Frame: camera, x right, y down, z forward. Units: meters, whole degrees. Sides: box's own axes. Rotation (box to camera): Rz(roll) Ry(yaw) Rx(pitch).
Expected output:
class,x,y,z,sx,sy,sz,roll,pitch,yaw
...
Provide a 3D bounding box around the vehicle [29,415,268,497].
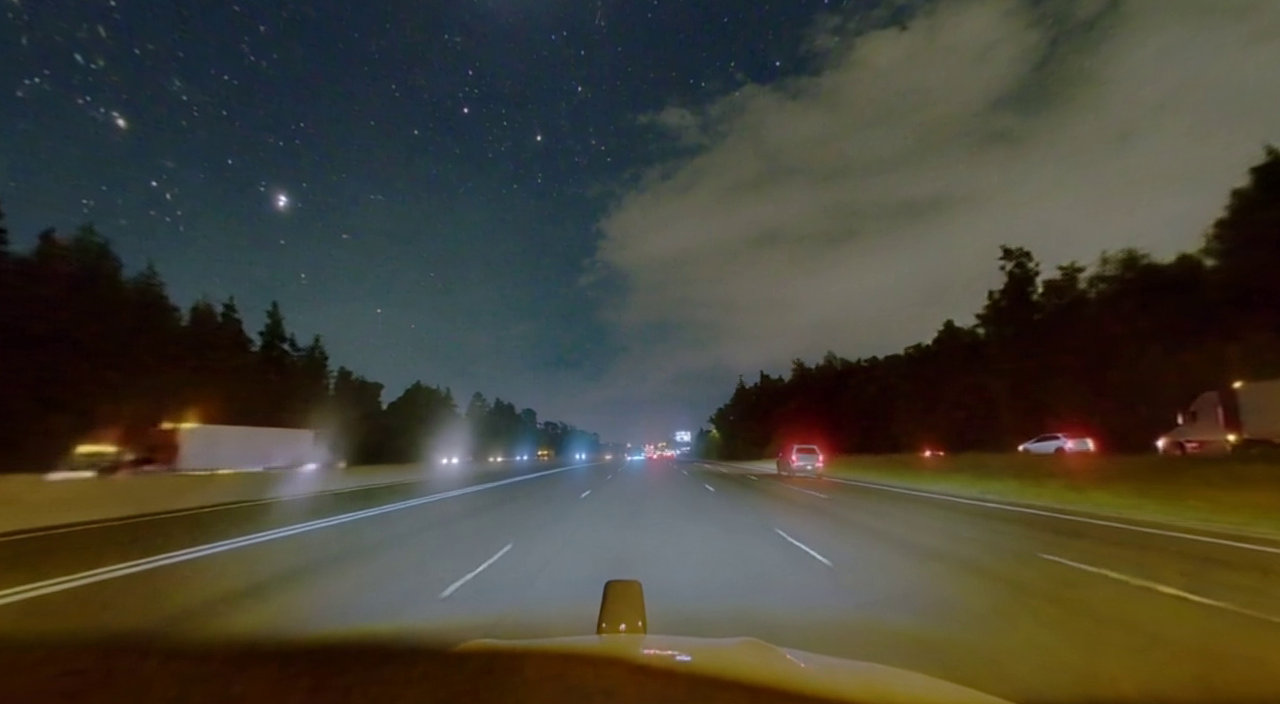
class,x,y,z,sx,sy,sz,roll,pitch,yaw
vehicle,-28.530,6.247,38.345,2.858,3.971,14.344,0,-9,1

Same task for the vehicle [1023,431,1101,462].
class,x,y,z,sx,sy,sz,roll,pitch,yaw
vehicle,26.808,6.025,40.181,2.038,1.823,3.744,1,-9,-9

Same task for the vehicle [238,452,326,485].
class,x,y,z,sx,sy,sz,roll,pitch,yaw
vehicle,-21.138,6.877,37.516,1.997,1.743,5.137,0,-9,3
